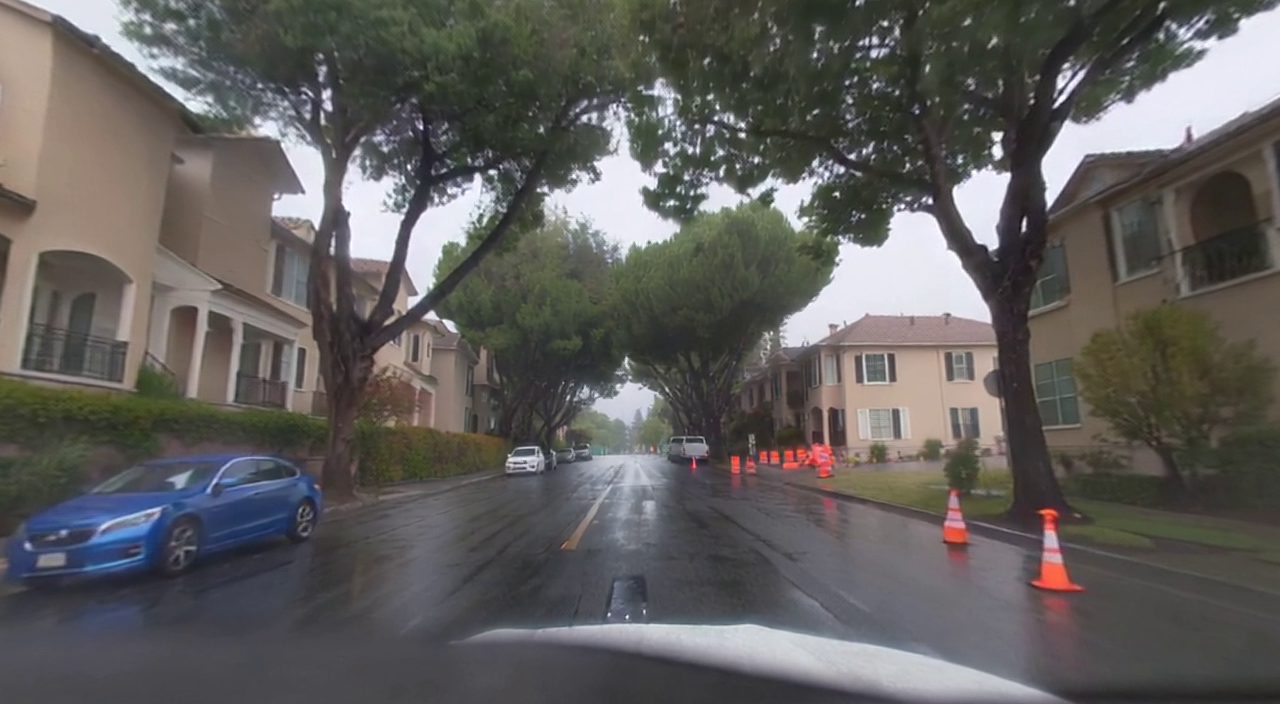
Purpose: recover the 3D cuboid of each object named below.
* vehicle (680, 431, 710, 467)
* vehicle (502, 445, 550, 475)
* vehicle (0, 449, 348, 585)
[{"bbox_3d":[4.121,7.277,47.437,2.082,2.534,3.248,-1,-8,3],"label":"vehicle"},{"bbox_3d":[-6.542,6.231,36.594,1.957,1.608,4.476,0,-9,-1],"label":"vehicle"},{"bbox_3d":[-6.515,2.194,9.327,2.137,1.481,4.503,-1,-9,2],"label":"vehicle"}]
